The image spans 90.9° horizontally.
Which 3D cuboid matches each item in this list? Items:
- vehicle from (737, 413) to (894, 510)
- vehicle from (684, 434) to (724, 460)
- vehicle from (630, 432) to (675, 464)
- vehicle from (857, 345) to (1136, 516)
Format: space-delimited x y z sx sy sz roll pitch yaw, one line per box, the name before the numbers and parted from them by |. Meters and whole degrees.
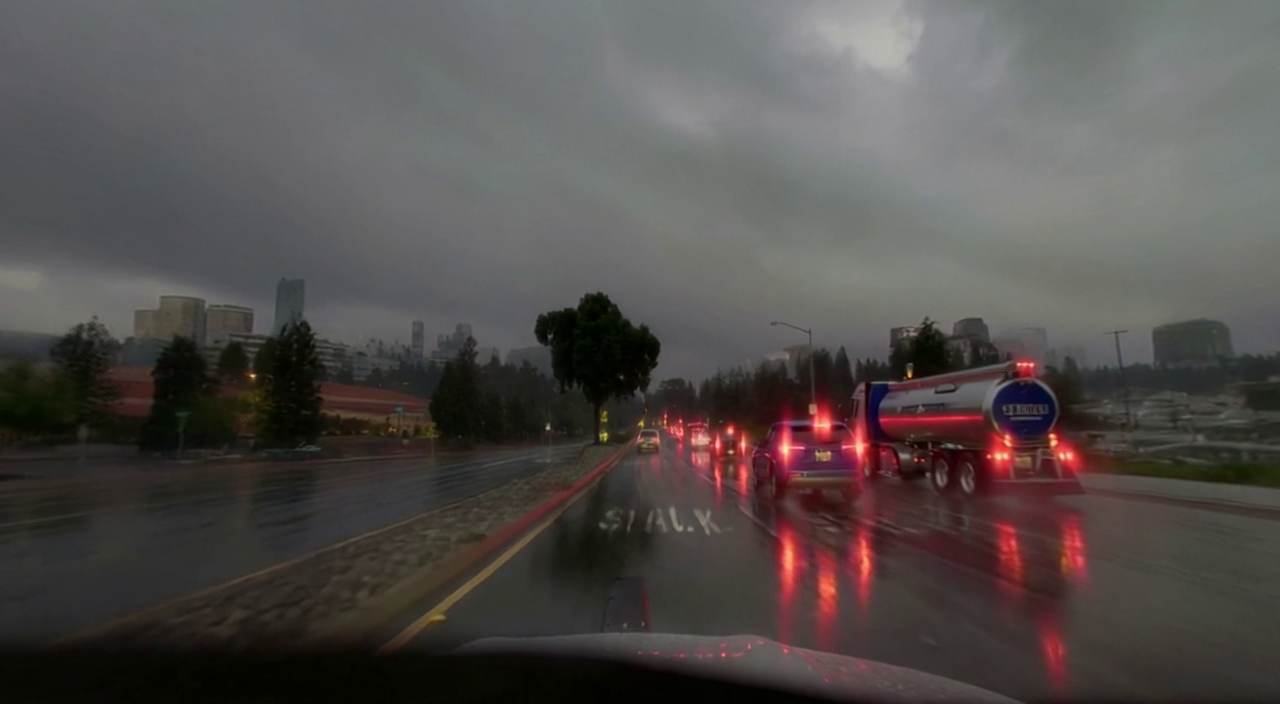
vehicle | 3.517 2.305 13.666 2.045 1.729 4.532 0 -8 -1
vehicle | 3.843 5.818 38.530 1.917 1.475 4.081 0 -8 -1
vehicle | 0.607 4.901 32.295 2.148 1.488 4.002 0 -8 0
vehicle | 7.806 1.920 15.092 2.849 3.207 6.275 0 -8 -1
